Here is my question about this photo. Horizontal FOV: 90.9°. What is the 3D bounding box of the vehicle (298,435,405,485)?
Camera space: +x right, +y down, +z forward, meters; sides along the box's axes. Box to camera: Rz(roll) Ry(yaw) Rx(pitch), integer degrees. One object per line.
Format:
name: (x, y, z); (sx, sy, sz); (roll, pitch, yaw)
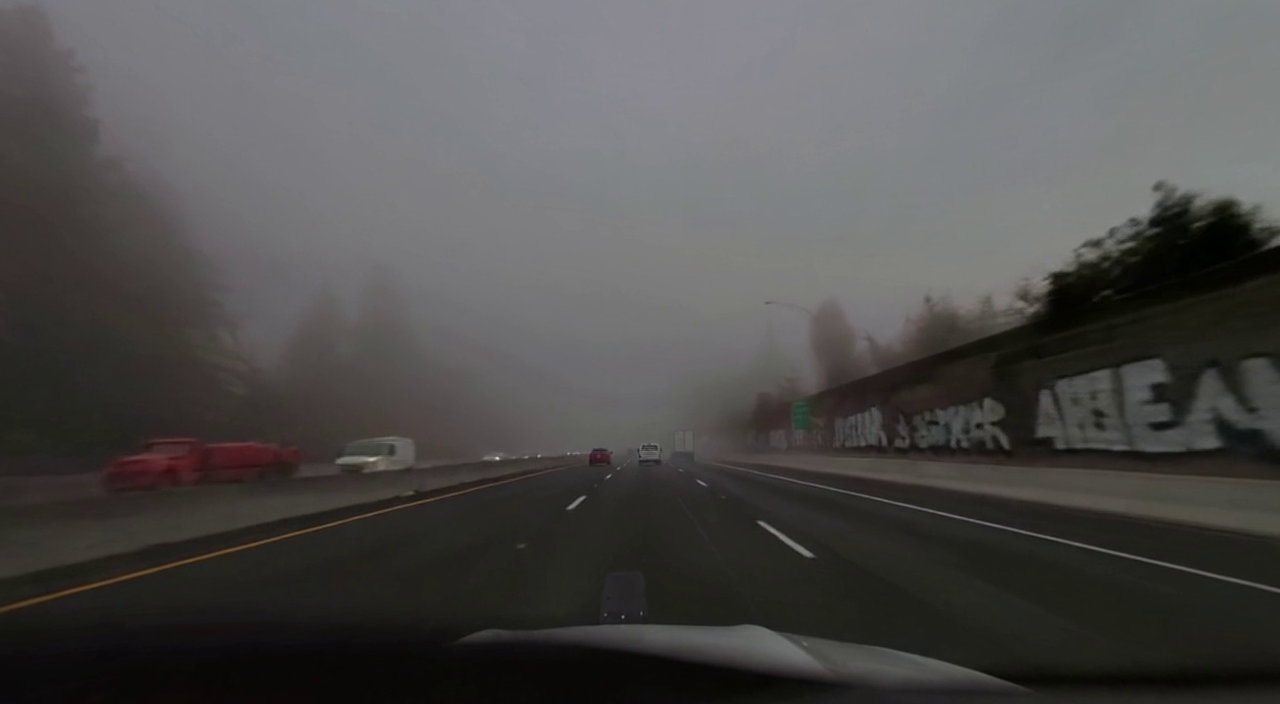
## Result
vehicle: (-11.978, 4.536, 26.621); (2.111, 1.885, 4.942); (0, -9, 1)

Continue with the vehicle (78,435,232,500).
vehicle: (-20.171, 4.801, 26.608); (2.257, 2.418, 5.186); (0, -9, 0)

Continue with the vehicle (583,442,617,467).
vehicle: (-2.869, 7.481, 46.012); (2.095, 1.671, 4.193); (0, -9, 1)

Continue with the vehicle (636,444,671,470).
vehicle: (0.771, 6.384, 38.361); (2.009, 1.506, 4.091); (0, -9, 0)
